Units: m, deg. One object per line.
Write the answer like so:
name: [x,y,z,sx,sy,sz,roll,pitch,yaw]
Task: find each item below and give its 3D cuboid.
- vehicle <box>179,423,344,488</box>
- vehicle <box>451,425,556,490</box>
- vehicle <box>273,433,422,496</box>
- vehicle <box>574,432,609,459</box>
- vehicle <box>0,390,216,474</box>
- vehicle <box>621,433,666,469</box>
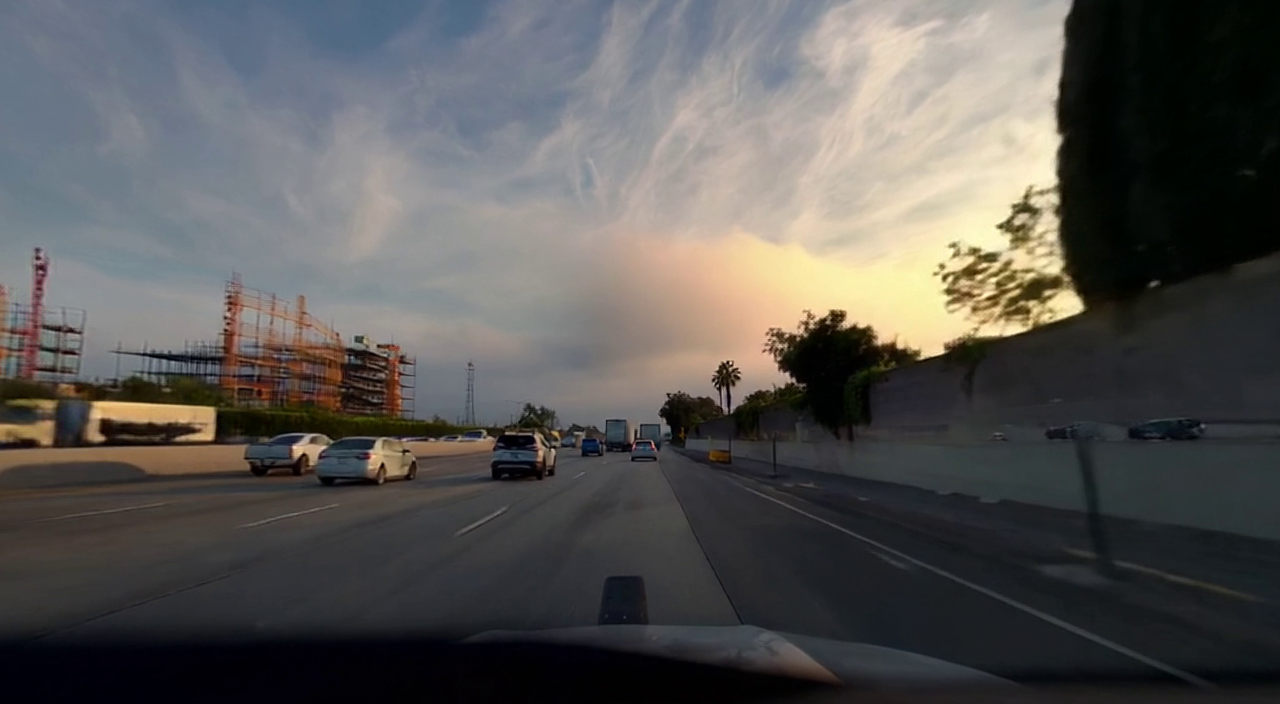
vehicle: [-11.847,3.272,20.319,2.077,1.829,5.101,0,-8,1]
vehicle: [-4.017,3.186,19.444,2.108,1.740,4.549,0,-8,1]
vehicle: [-7.800,3.020,17.394,1.949,1.476,4.410,0,-8,1]
vehicle: [-3.636,7.149,48.453,2.203,1.958,4.848,0,-8,1]
vehicle: [-26.786,4.014,31.217,3.047,3.360,11.583,-1,-8,3]
vehicle: [0.207,5.031,32.228,2.136,1.678,4.052,0,-8,1]
